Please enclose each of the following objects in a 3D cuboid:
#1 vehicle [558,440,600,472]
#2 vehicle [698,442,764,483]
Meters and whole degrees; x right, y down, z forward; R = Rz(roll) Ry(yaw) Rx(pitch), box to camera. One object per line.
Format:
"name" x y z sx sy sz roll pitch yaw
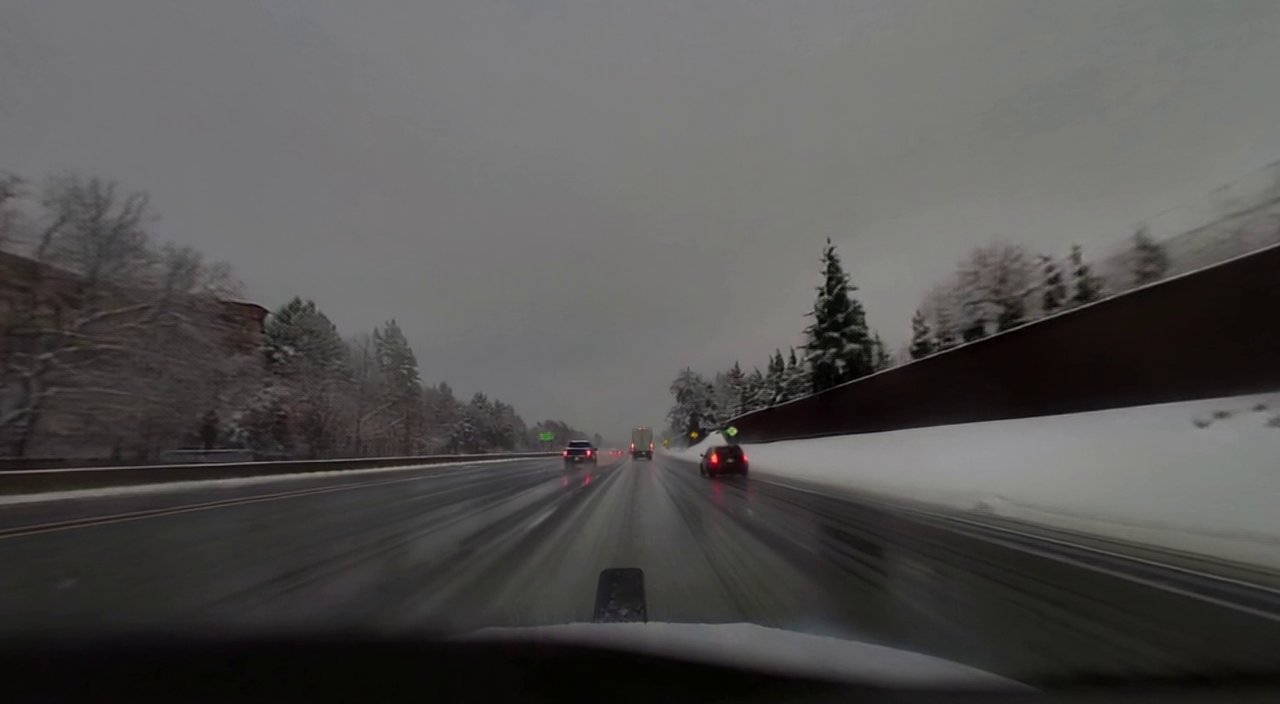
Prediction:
"vehicle" -3.661 6.368 38.701 2.014 1.811 4.369 0 -9 1
"vehicle" 3.667 4.562 26.227 1.973 1.536 4.337 0 -9 -2
